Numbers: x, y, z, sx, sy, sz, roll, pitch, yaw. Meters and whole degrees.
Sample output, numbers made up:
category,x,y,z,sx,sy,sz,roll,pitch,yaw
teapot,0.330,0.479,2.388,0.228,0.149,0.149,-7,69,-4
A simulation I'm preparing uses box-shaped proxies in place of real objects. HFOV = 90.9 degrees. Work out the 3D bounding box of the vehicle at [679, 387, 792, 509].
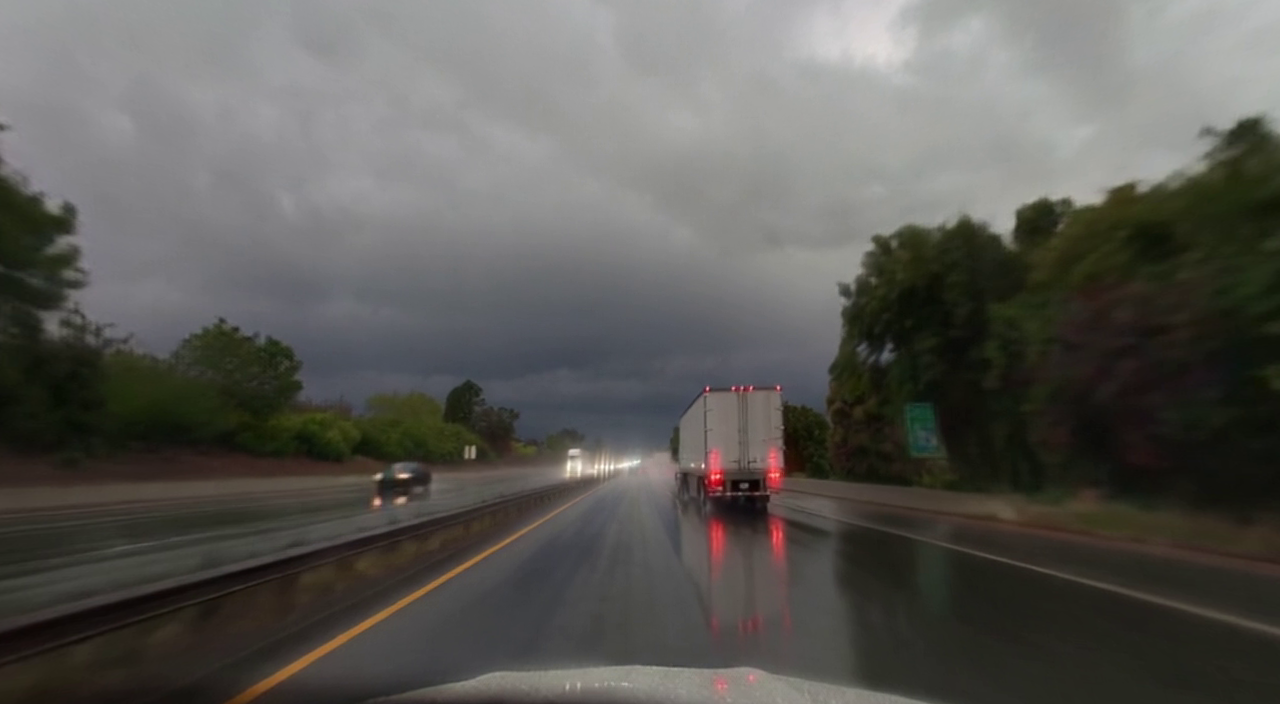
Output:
category,x,y,z,sx,sy,sz,roll,pitch,yaw
vehicle,3.665,4.525,28.434,2.863,4.088,14.040,1,-10,0

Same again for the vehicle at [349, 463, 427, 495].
category,x,y,z,sx,sy,sz,roll,pitch,yaw
vehicle,-12.930,6.527,32.651,2.088,1.494,4.577,1,-10,1
